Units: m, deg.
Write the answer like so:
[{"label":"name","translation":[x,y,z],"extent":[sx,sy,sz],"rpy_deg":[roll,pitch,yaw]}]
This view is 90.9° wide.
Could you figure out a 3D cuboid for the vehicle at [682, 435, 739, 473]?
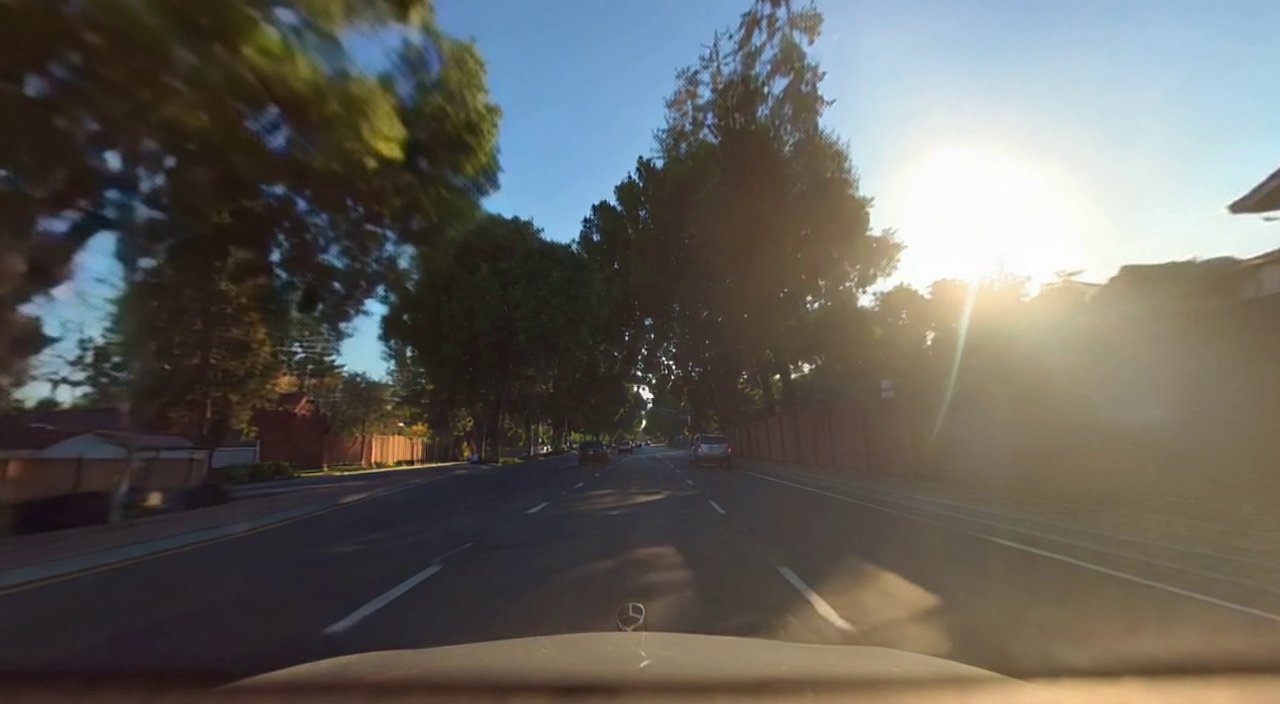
[{"label":"vehicle","translation":[3.432,5.076,31.621],"extent":[2.321,1.695,5.037],"rpy_deg":[0,-8,1]}]
